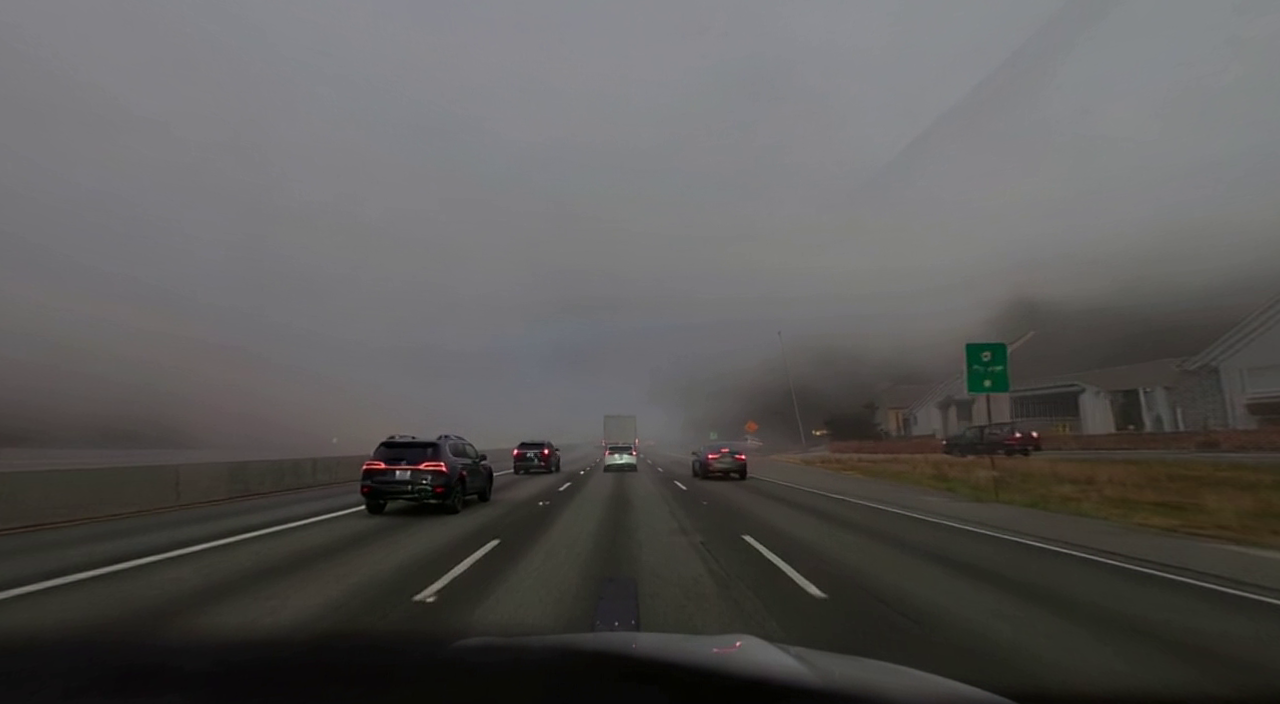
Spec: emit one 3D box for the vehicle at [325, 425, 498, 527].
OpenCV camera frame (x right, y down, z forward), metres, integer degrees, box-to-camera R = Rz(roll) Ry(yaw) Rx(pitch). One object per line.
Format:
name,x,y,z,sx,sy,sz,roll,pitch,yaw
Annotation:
vehicle,-4.253,2.367,12.562,1.988,1.668,4.021,0,-9,-1

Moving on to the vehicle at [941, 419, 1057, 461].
vehicle,15.203,3.793,27.044,2.048,1.674,4.106,2,-9,-10

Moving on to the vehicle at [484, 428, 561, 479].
vehicle,-4.828,4.294,26.875,2.301,1.944,5.482,0,-9,-1

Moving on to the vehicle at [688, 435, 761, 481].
vehicle,3.097,3.986,23.978,2.027,1.554,4.252,0,-9,-2

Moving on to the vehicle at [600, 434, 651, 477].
vehicle,-0.645,4.514,27.741,2.063,1.703,4.203,0,-9,-2
